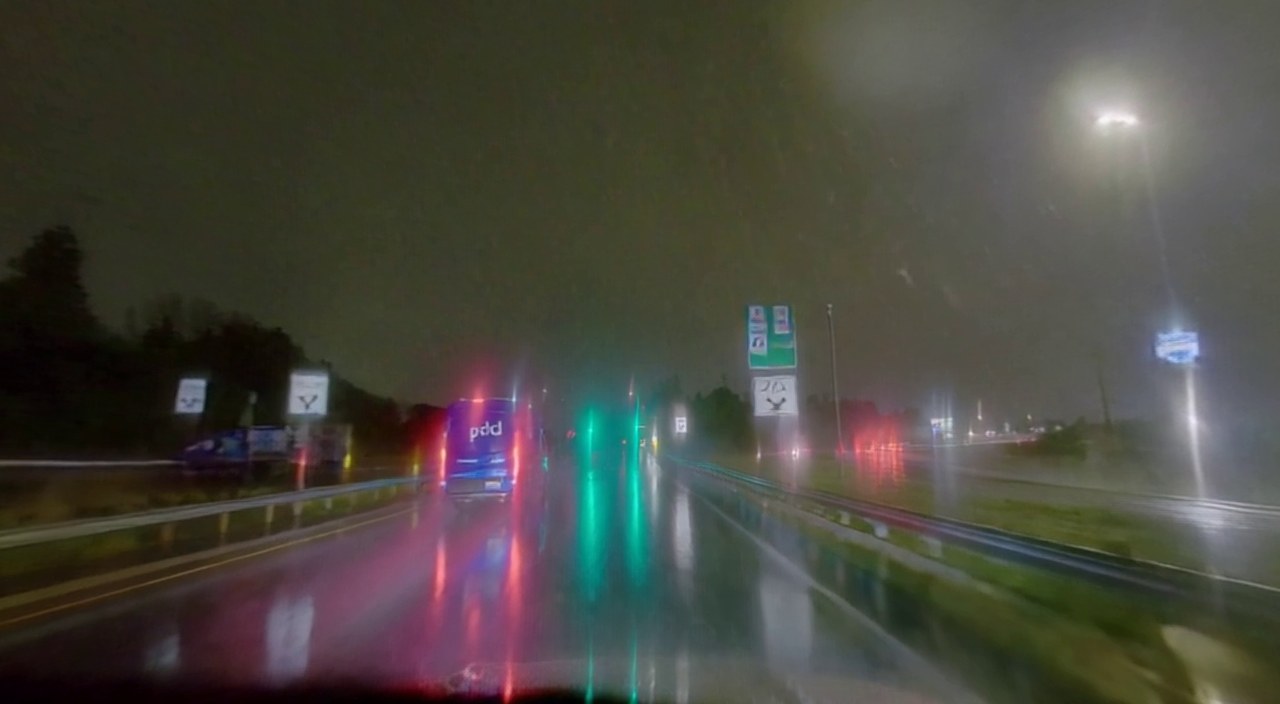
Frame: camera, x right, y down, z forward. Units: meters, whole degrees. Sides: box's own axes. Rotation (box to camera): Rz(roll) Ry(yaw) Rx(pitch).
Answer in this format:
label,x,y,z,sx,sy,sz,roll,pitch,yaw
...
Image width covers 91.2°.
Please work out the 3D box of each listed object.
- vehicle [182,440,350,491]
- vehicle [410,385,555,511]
label,x,y,z,sx,sy,sz,roll,pitch,yaw
vehicle,-12.359,3.766,21.070,4.396,1.557,1.952,2,-9,-15
vehicle,-3.783,2.556,16.786,2.463,2.640,7.034,0,-9,-4
